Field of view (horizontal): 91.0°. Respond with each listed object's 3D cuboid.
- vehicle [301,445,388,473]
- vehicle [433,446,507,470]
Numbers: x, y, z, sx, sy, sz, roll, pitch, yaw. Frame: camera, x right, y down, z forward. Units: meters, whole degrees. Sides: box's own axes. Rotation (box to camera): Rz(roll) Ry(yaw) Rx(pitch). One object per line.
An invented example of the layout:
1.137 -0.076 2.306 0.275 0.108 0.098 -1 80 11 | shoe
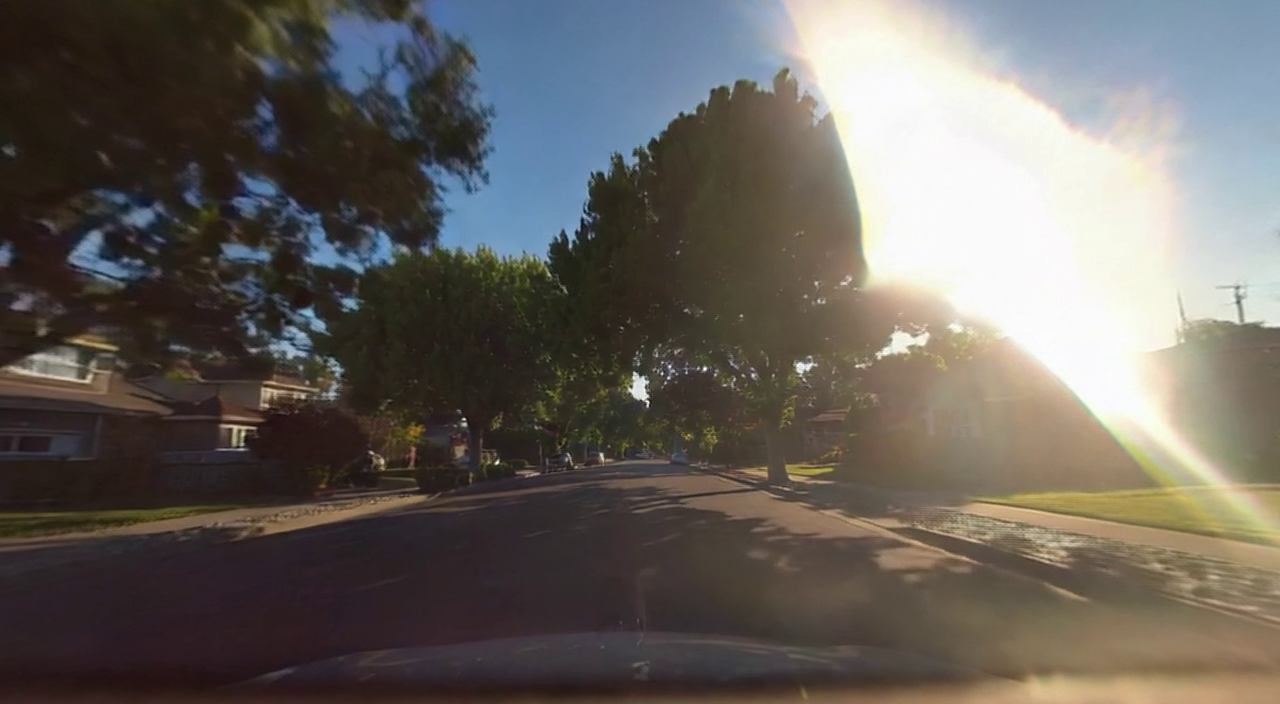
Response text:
-17.261 6.273 36.923 4.112 1.497 1.956 -2 -9 3 | vehicle
-12.530 7.853 46.593 4.876 1.733 1.989 0 -9 3 | vehicle
